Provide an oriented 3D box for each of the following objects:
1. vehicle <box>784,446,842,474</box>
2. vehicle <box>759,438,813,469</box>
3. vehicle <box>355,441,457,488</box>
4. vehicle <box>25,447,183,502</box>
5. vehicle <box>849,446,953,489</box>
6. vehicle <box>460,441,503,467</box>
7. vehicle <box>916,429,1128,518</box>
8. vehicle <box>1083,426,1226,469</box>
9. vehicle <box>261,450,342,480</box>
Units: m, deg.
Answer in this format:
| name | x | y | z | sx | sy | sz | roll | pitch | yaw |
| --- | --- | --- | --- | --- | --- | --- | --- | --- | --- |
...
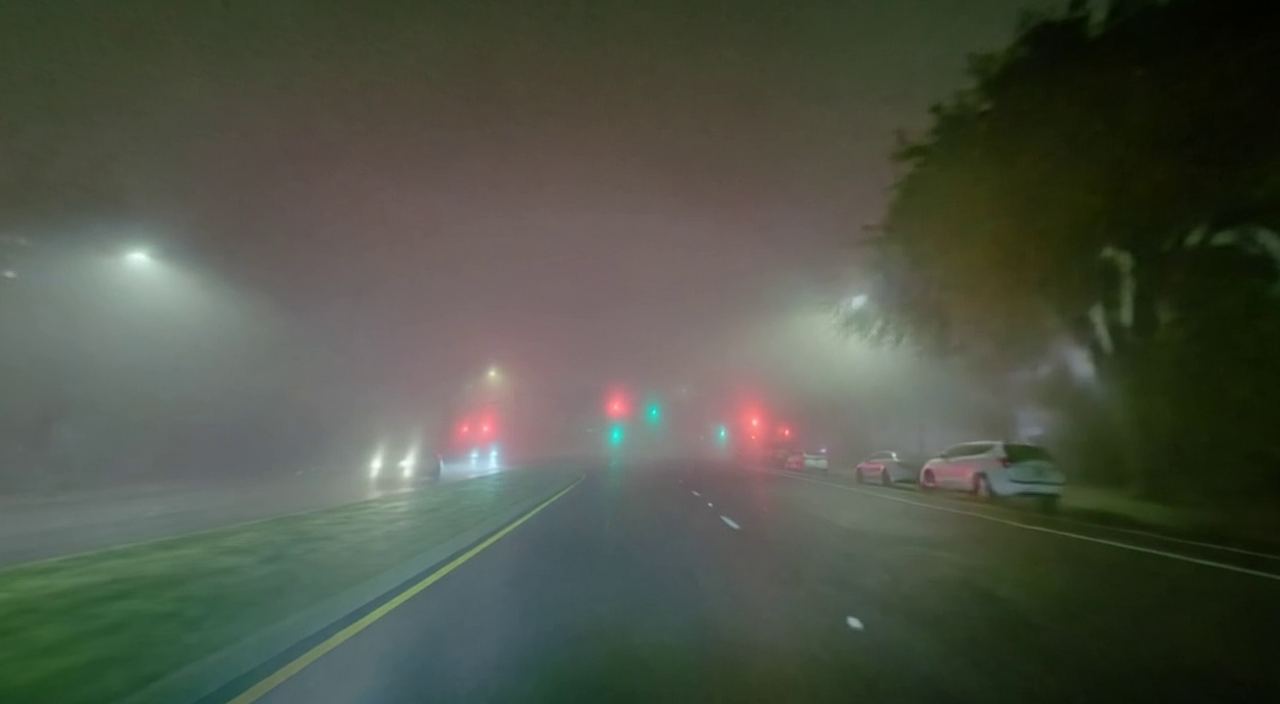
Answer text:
| name | x | y | z | sx | sy | sz | roll | pitch | yaw |
| --- | --- | --- | --- | --- | --- | --- | --- | --- | --- |
| vehicle | 9.775 | 6.121 | 36.088 | 1.931 | 1.473 | 4.742 | 0 | -8 | 0 |
| vehicle | 9.779 | 6.854 | 42.866 | 2.245 | 1.983 | 5.433 | 0 | -8 | -1 |
| vehicle | -8.205 | 3.974 | 22.639 | 1.922 | 1.486 | 4.392 | 0 | -8 | 0 |
| vehicle | -18.370 | 4.168 | 21.956 | 1.842 | 1.660 | 4.120 | 0 | -8 | 0 |
| vehicle | 9.825 | 4.353 | 24.221 | 1.991 | 1.490 | 4.470 | 0 | -8 | -1 |
| vehicle | -11.411 | 7.370 | 45.811 | 1.940 | 1.740 | 4.356 | 0 | -8 | 1 |
| vehicle | 9.851 | 3.155 | 17.109 | 2.176 | 1.893 | 5.744 | 2 | -8 | 0 |
| vehicle | 22.497 | 4.200 | 27.766 | 4.421 | 1.793 | 2.091 | 0 | -9 | 0 |
| vehicle | -18.309 | 6.108 | 34.437 | 1.844 | 1.480 | 4.729 | 0 | -8 | -1 |
